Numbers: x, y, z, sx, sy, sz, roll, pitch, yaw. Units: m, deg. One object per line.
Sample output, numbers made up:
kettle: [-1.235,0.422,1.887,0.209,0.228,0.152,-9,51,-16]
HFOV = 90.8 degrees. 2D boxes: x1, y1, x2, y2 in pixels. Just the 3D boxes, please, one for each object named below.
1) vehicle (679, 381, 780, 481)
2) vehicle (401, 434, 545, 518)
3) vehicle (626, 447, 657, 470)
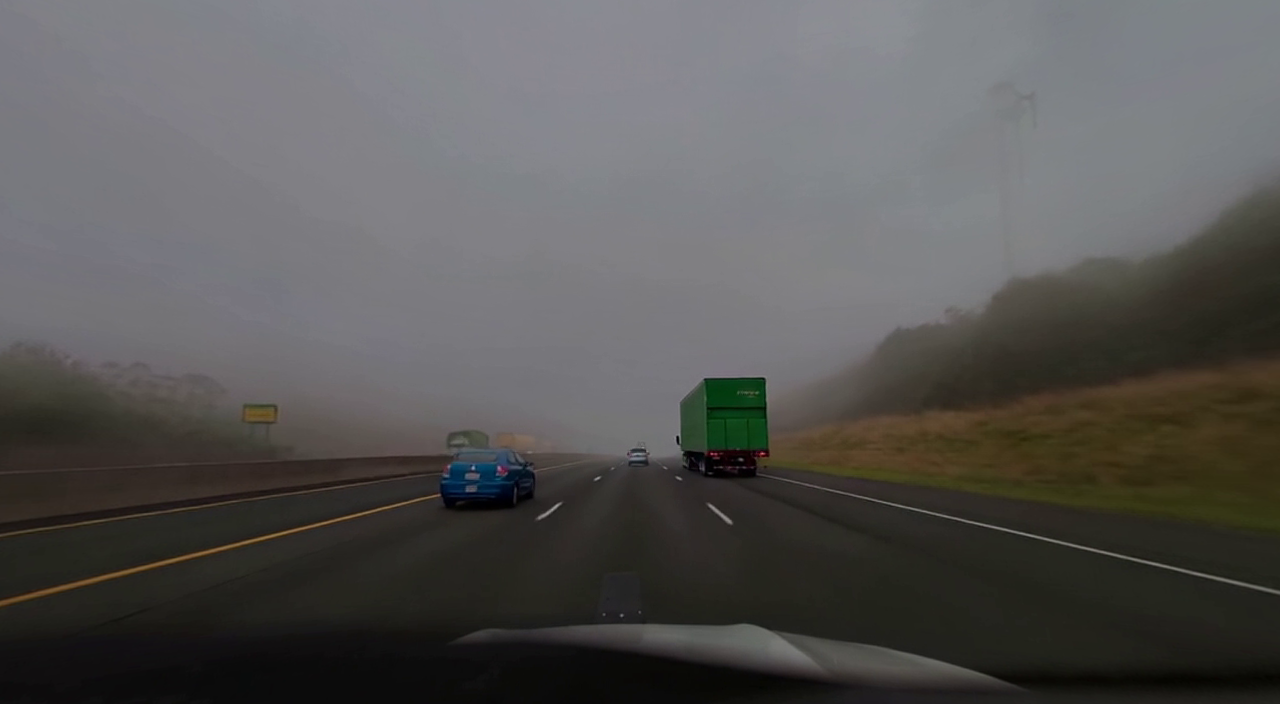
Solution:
vehicle: [3.999,4.198,32.179,2.947,3.989,13.568,0,-9,-1]
vehicle: [-3.371,2.589,13.631,1.952,1.521,4.095,0,-9,0]
vehicle: [0.074,7.037,41.829,1.931,1.453,3.695,0,-9,-1]
